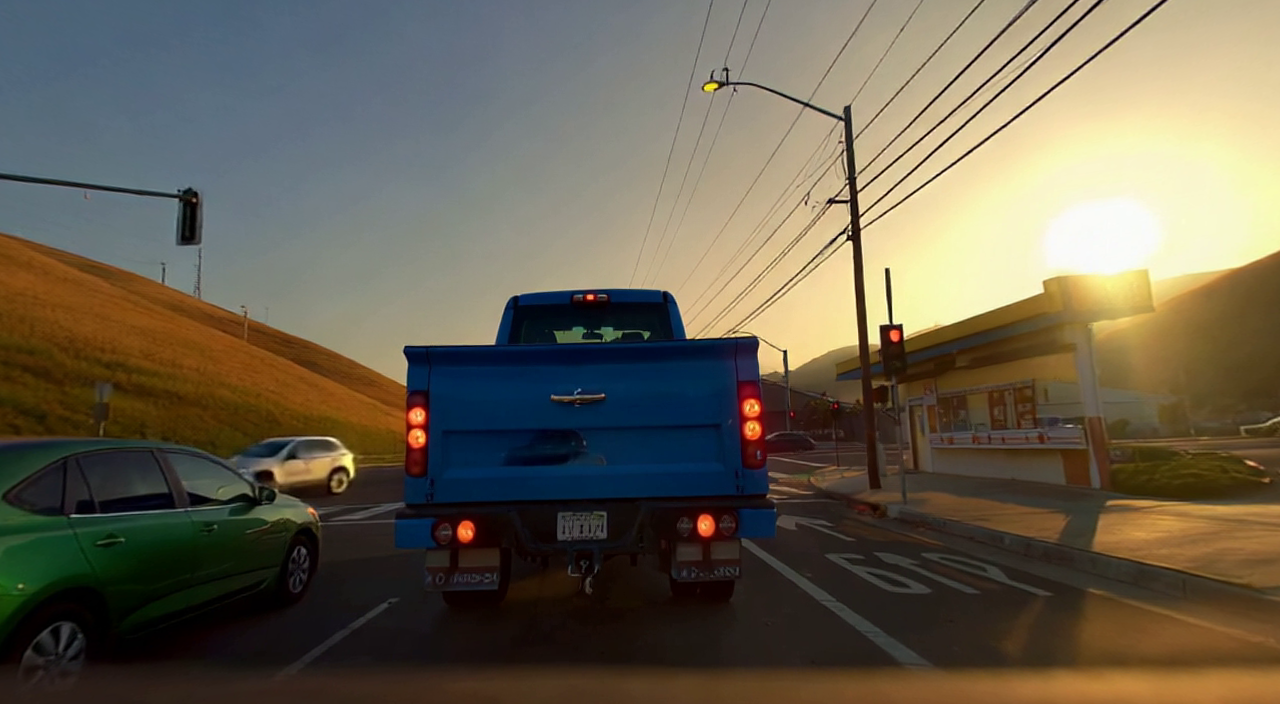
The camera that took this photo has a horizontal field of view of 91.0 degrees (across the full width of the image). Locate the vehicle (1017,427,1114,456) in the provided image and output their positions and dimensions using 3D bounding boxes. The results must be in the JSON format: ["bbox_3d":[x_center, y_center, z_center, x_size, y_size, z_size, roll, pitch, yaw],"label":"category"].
[{"bbox_3d":[25.574,5.397,37.930,4.419,1.496,1.854,-2,-9,1],"label":"vehicle"}]

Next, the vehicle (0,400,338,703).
[{"bbox_3d":[-3.958,1.193,3.989,2.017,1.555,4.150,-1,-9,0],"label":"vehicle"}]

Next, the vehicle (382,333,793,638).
[{"bbox_3d":[-0.420,1.327,7.216,2.859,2.144,5.406,0,-9,-1],"label":"vehicle"}]
